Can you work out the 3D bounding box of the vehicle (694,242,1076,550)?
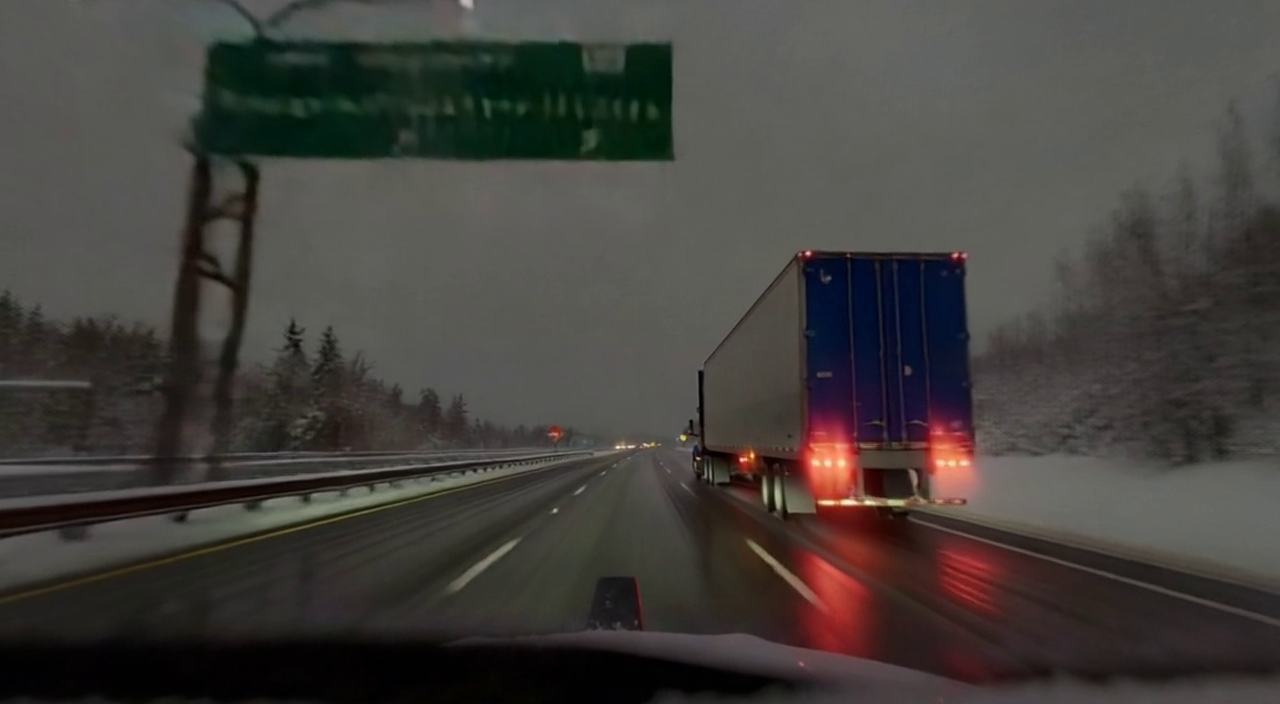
[{"bbox_3d":[3.743,1.620,15.419,3.244,4.020,14.561,0,-9,-1],"label":"vehicle"}]
